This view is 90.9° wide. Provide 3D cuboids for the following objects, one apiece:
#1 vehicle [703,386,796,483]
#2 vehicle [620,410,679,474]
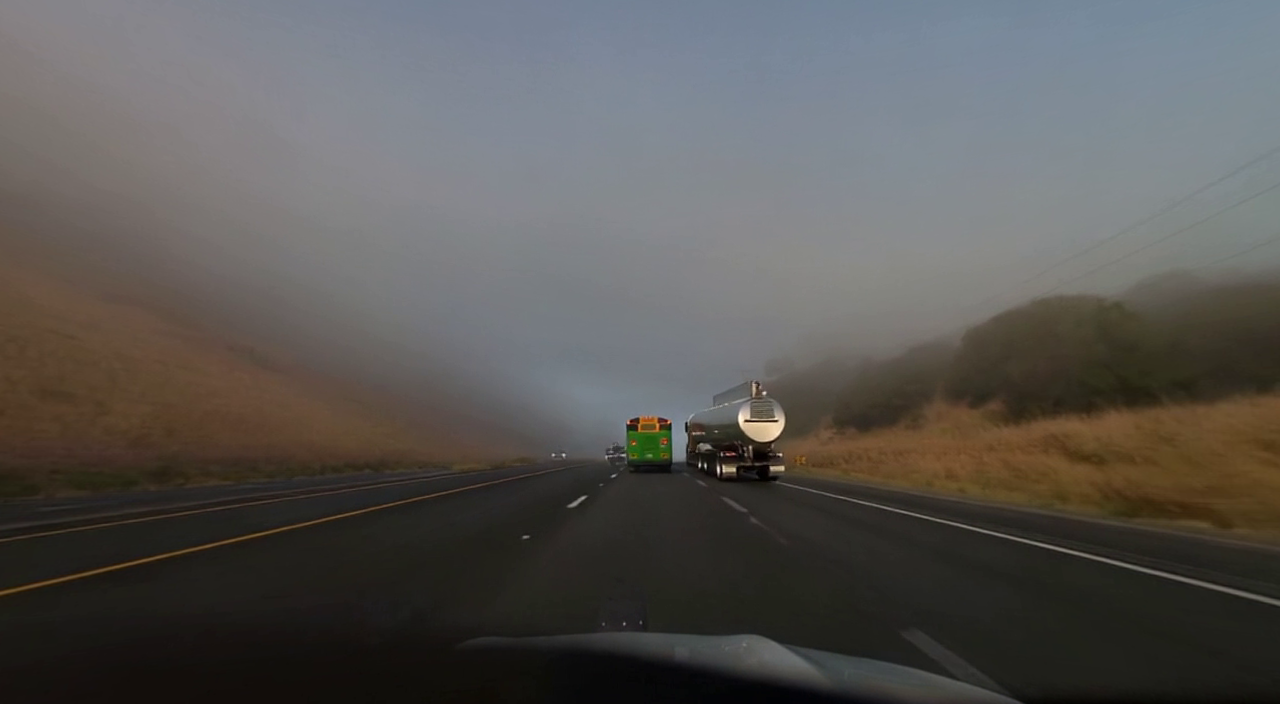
[{"bbox_3d":[4.524,3.655,27.744,2.716,3.705,7.018,0,-8,-1],"label":"vehicle"},{"bbox_3d":[0.510,5.330,37.330,2.948,3.265,10.569,0,-8,0],"label":"vehicle"}]
